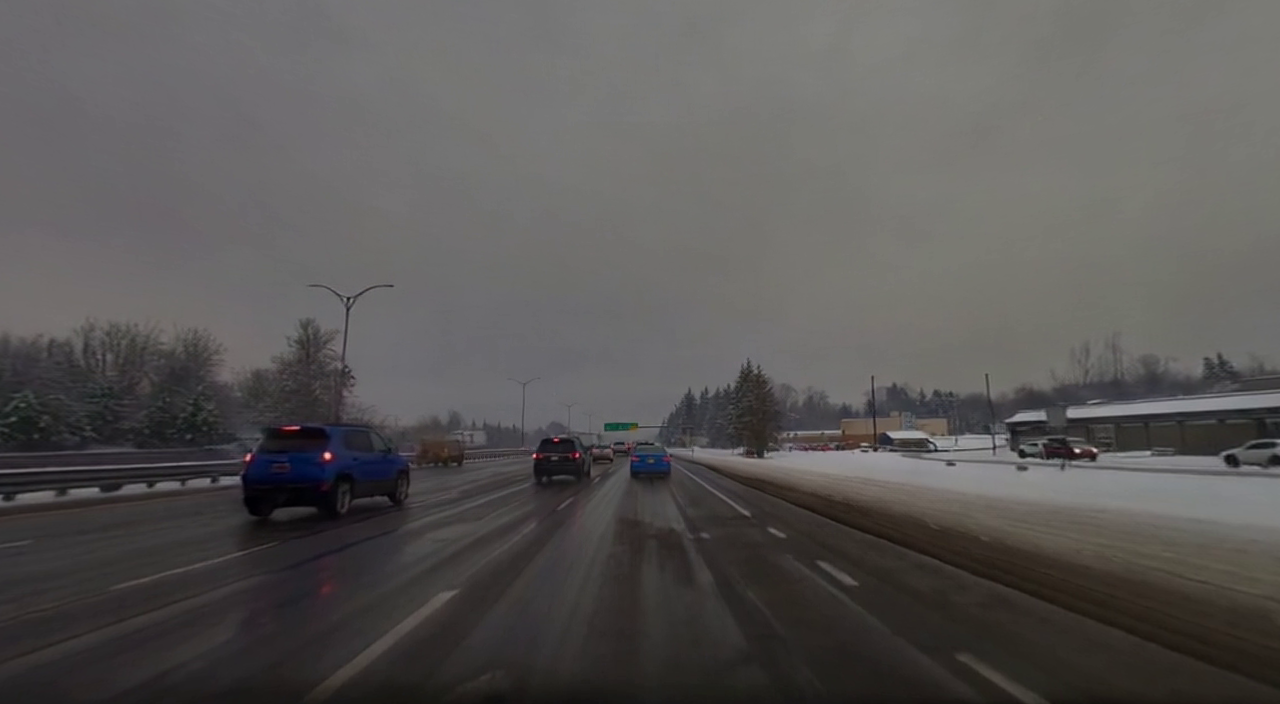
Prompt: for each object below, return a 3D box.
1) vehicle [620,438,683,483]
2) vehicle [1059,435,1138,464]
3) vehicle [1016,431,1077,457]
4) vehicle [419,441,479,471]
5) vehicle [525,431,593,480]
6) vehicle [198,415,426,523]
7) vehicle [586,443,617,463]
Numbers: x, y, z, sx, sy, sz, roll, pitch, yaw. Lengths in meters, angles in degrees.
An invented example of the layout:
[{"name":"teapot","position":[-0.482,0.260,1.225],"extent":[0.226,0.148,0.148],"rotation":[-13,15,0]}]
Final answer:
[{"name":"vehicle","position":[0.382,3.894,22.984],"extent":[2.090,1.474,3.970],"rotation":[0,-8,1]},{"name":"vehicle","position":[30.938,6.568,42.722],"extent":[1.858,1.741,4.683],"rotation":[-2,-7,1]},{"name":"vehicle","position":[30.941,7.044,48.159],"extent":[1.939,1.888,3.984],"rotation":[0,-9,-1]},{"name":"vehicle","position":[-10.056,5.498,33.496],"extent":[1.861,1.495,4.007],"rotation":[0,-8,1]},{"name":"vehicle","position":[-3.064,4.027,24.780],"extent":[2.007,1.730,4.412],"rotation":[0,-8,1]},{"name":"vehicle","position":[-6.383,2.340,13.159],"extent":[2.125,1.804,4.864],"rotation":[0,-8,0]},{"name":"vehicle","position":[-2.926,7.827,49.142],"extent":[2.048,1.497,4.466],"rotation":[0,-8,1]}]
